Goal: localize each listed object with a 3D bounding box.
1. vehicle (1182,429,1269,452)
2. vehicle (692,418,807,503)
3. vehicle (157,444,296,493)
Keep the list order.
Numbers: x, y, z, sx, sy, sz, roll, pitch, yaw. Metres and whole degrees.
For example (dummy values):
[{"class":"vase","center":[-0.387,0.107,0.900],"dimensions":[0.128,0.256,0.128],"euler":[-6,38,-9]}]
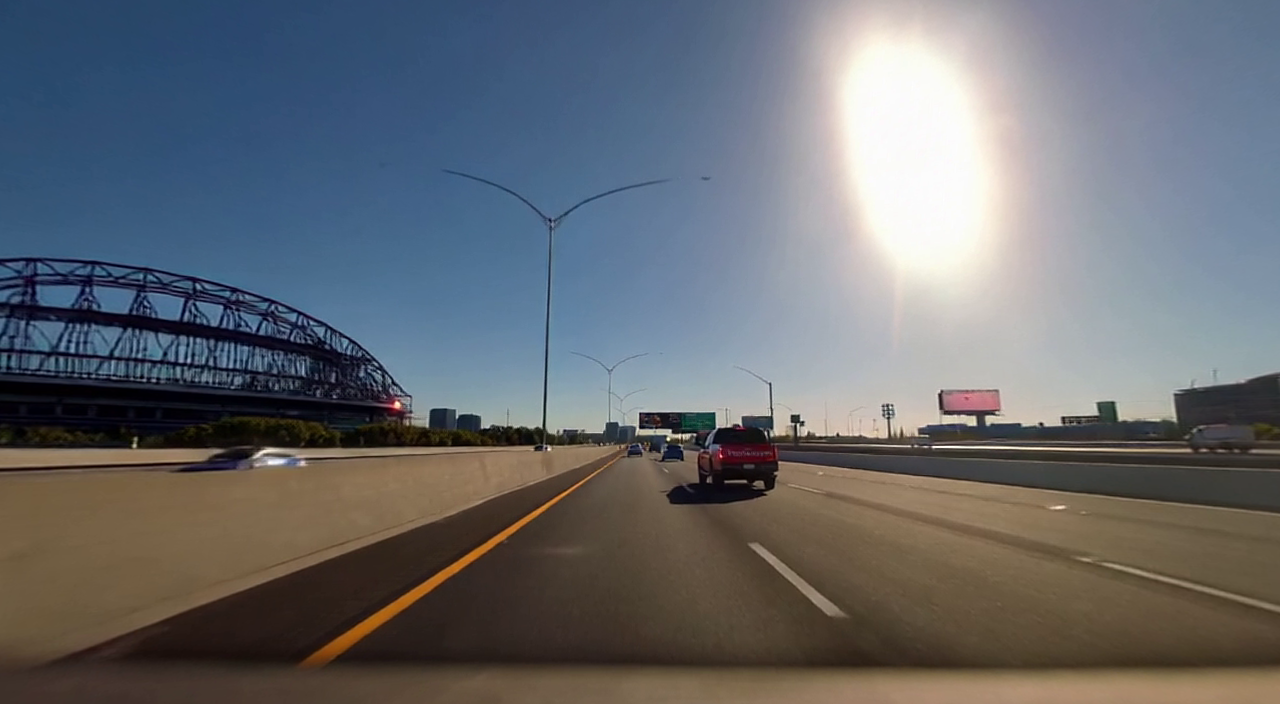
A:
[{"class":"vehicle","center":[41.051,6.259,44.452],"dimensions":[1.792,1.508,4.486],"euler":[0,-9,-1]},{"class":"vehicle","center":[2.821,2.970,17.565],"dimensions":[2.199,2.002,4.970],"euler":[0,-9,-1]},{"class":"vehicle","center":[-14.473,4.077,22.474],"dimensions":[1.875,1.527,4.456],"euler":[0,-9,1]}]
